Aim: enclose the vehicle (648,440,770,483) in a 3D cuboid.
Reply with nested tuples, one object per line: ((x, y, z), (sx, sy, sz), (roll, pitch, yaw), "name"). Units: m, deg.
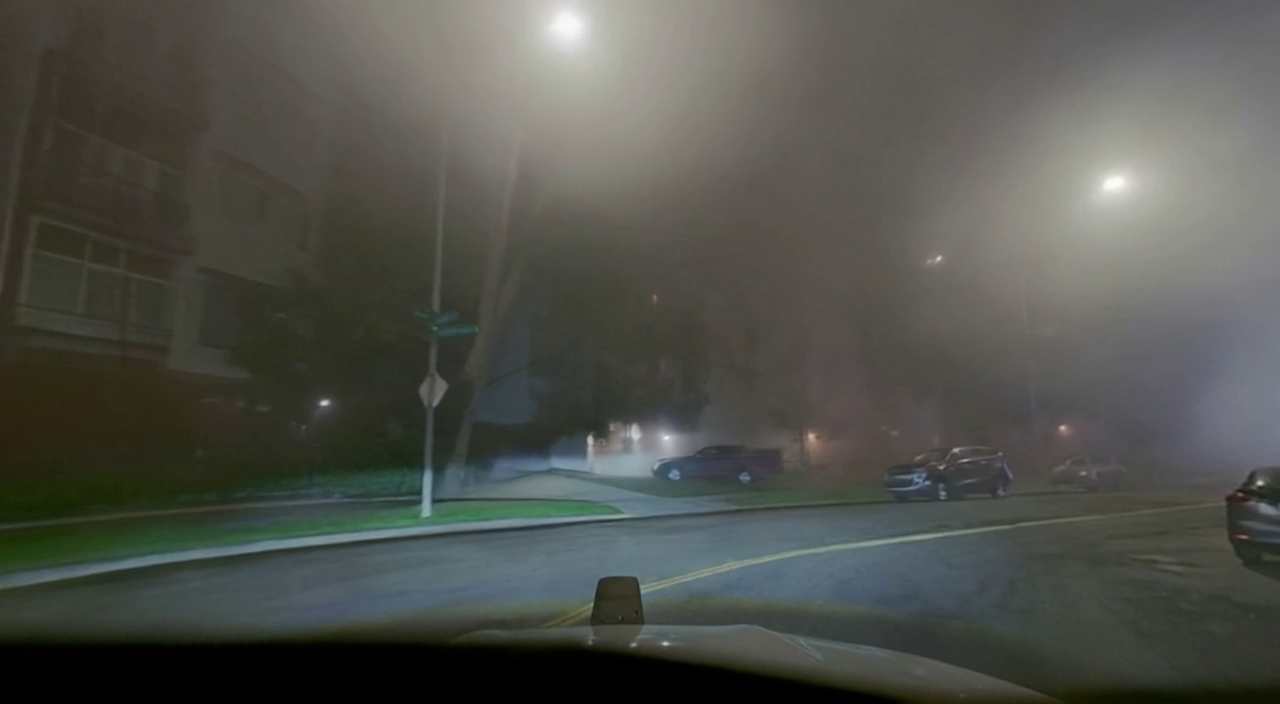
((2.698, 4.108, 24.063), (4.714, 1.458, 1.812), (7, -11, -40), "vehicle")

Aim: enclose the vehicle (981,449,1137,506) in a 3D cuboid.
((13.037, 3.807, 19.607), (4.696, 1.478, 1.902), (3, -10, -28), "vehicle")

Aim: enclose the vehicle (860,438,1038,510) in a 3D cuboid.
((8.530, 3.277, 17.403), (4.584, 1.744, 1.946), (4, -10, -27), "vehicle")
